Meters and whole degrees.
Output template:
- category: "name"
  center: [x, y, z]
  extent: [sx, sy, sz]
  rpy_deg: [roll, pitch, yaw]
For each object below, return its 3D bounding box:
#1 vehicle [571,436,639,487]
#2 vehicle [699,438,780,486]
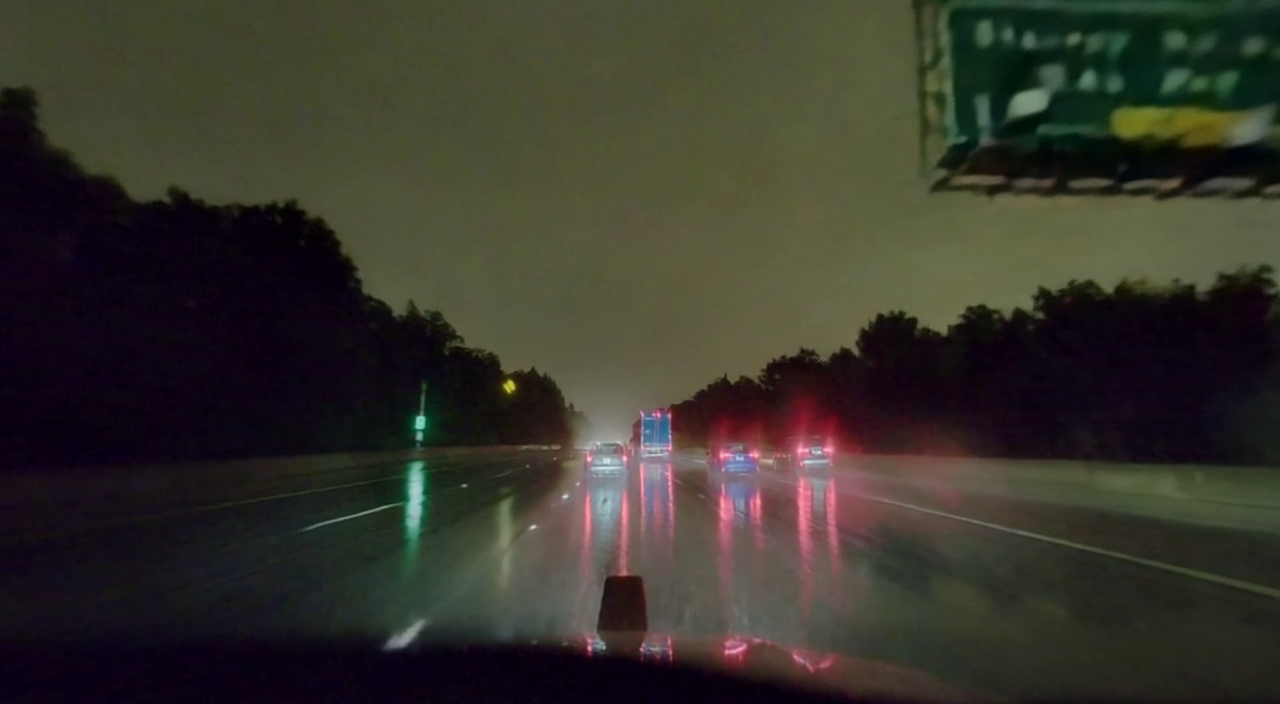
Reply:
- category: "vehicle"
  center: [-1.063, 3.591, 20.975]
  extent: [2.020, 1.516, 3.951]
  rpy_deg: [0, -9, 0]
- category: "vehicle"
  center: [3.348, 3.797, 22.110]
  extent: [1.971, 1.472, 4.301]
  rpy_deg: [0, -9, -2]
